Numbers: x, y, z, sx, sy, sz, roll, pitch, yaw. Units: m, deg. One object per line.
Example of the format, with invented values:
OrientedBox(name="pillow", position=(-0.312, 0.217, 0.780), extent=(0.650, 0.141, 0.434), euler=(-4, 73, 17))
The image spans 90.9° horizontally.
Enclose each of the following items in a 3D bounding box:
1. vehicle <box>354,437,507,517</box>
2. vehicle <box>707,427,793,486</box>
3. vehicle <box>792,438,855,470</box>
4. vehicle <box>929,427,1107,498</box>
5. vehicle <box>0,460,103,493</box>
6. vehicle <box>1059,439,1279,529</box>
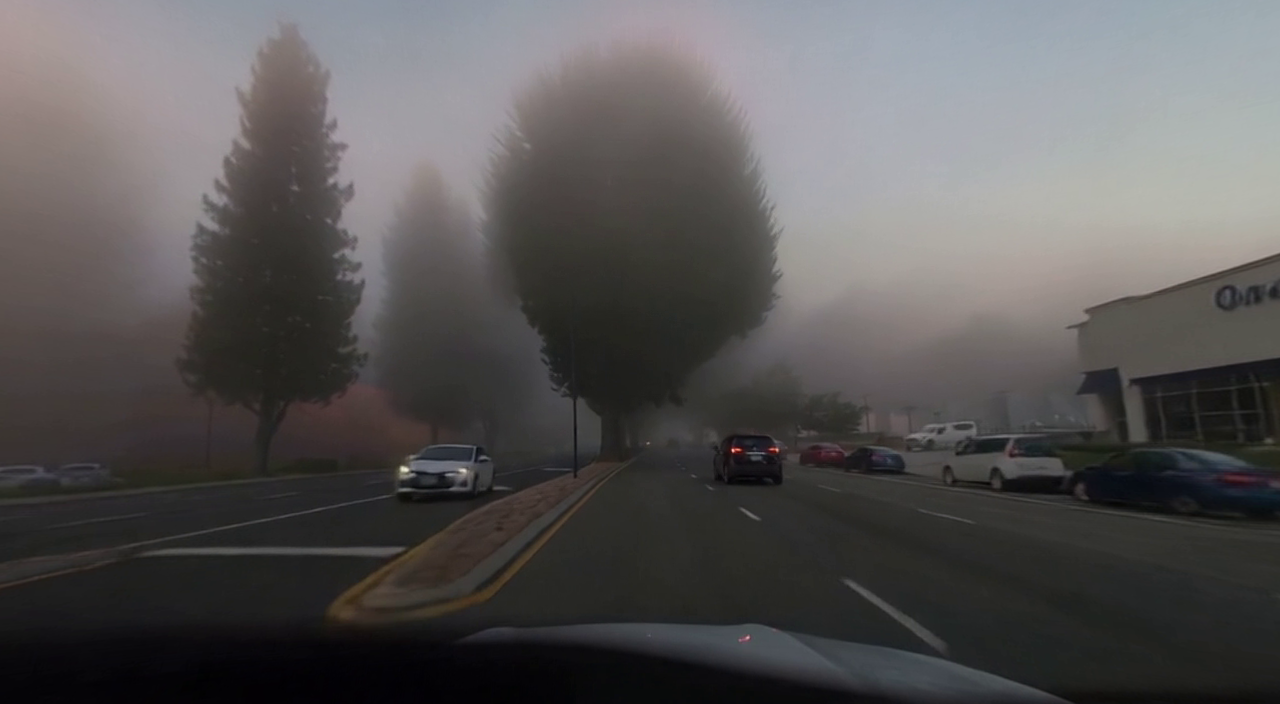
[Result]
OrientedBox(name="vehicle", position=(-4.408, 2.689, 14.106), extent=(2.031, 1.478, 4.434), euler=(0, -9, -2))
OrientedBox(name="vehicle", position=(3.770, 3.697, 22.551), extent=(2.183, 1.845, 4.482), euler=(0, -9, -1))
OrientedBox(name="vehicle", position=(10.909, 6.098, 37.949), extent=(2.247, 1.799, 5.025), euler=(0, -9, -1))
OrientedBox(name="vehicle", position=(10.595, 3.134, 18.257), extent=(1.989, 1.768, 4.977), euler=(0, -9, 0))
OrientedBox(name="vehicle", position=(-29.878, 6.155, 31.297), extent=(4.546, 1.489, 2.015), euler=(0, -8, 1))
OrientedBox(name="vehicle", position=(10.671, 2.477, 12.435), extent=(1.847, 1.445, 4.281), euler=(0, -9, 0))
